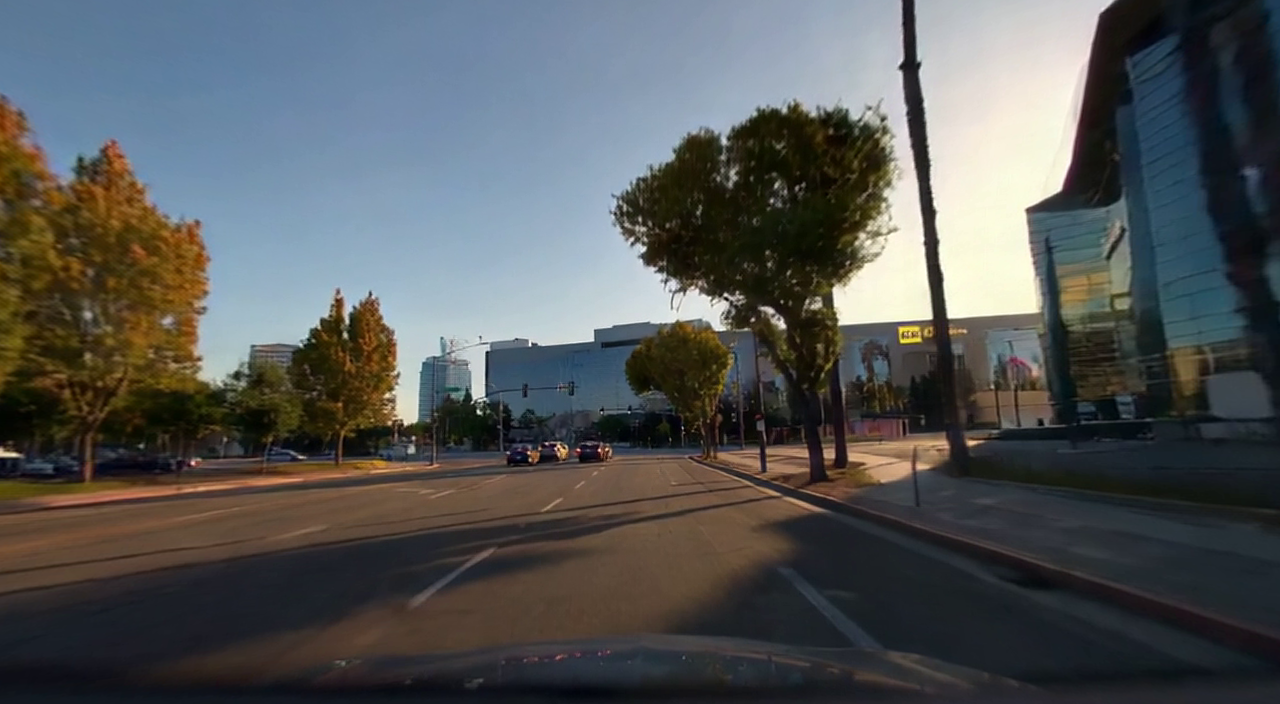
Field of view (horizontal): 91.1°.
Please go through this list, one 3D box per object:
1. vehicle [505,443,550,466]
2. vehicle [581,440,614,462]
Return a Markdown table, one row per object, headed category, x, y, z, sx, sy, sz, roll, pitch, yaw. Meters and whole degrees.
| category | x | y | z | sx | sy | sz | roll | pitch | yaw |
| --- | --- | --- | --- | --- | --- | --- | --- | --- | --- |
| vehicle | -7.515 | 6.903 | 42.445 | 2.030 | 1.440 | 4.464 | 0 | -8 | 2 |
| vehicle | -3.192 | 7.513 | 47.807 | 2.043 | 1.636 | 4.320 | 0 | -8 | 2 |
